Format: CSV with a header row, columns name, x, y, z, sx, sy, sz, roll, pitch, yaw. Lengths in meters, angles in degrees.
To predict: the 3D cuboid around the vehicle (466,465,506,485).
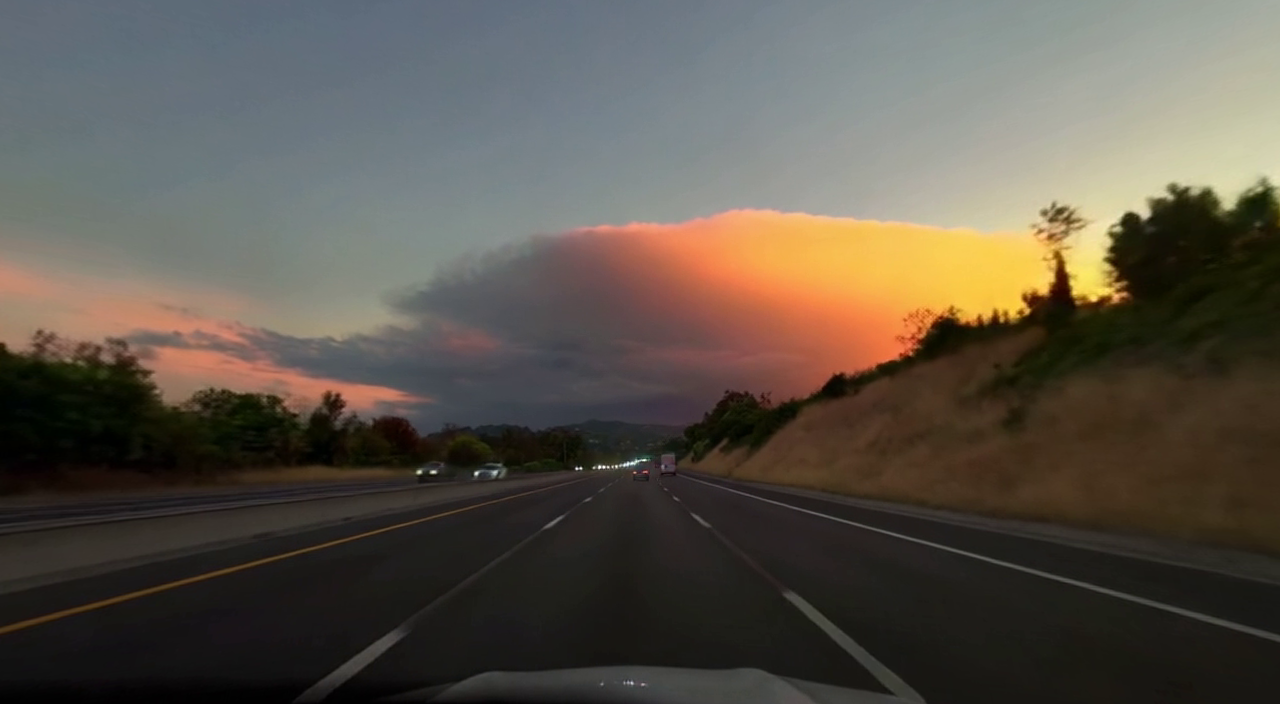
name,x,y,z,sx,sy,sz,roll,pitch,yaw
vehicle,-12.107,9.696,49.739,1.885,1.461,4.779,1,-10,0
